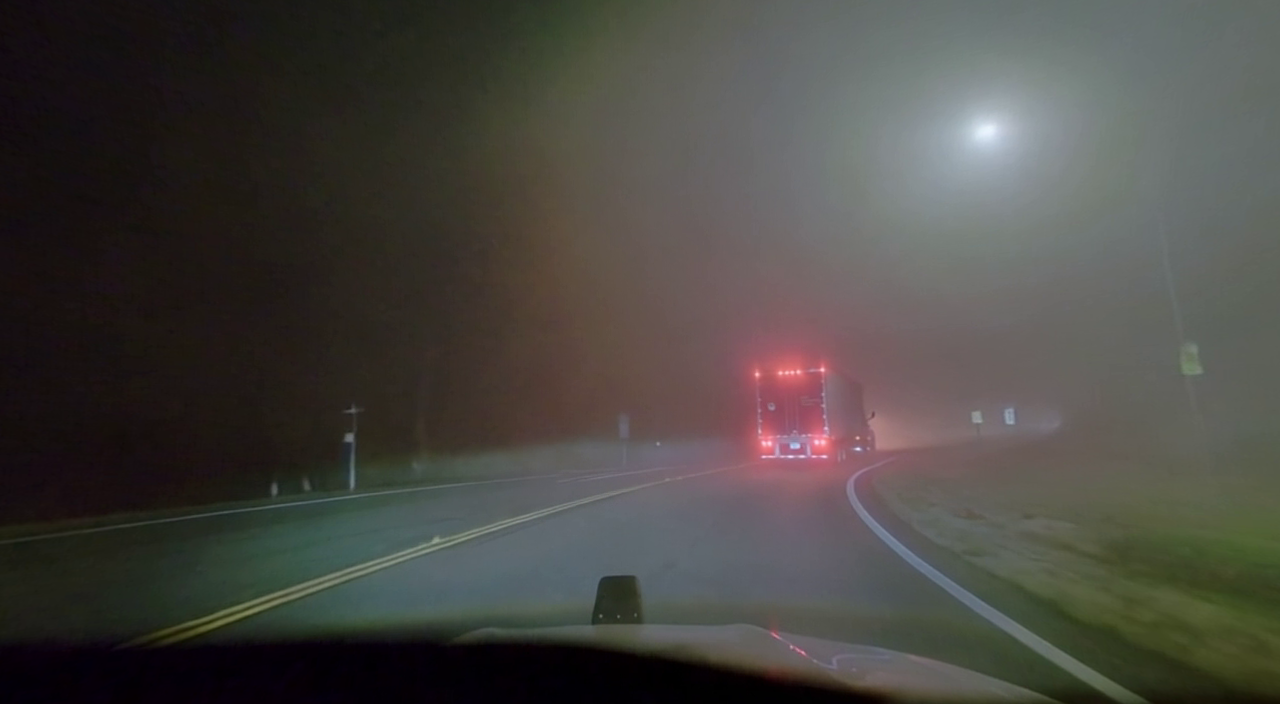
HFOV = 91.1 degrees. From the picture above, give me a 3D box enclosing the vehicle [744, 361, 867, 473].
[{"bbox_3d":[7.281,2.874,26.223,2.837,3.712,10.484,-4,-9,26],"label":"vehicle"}]
